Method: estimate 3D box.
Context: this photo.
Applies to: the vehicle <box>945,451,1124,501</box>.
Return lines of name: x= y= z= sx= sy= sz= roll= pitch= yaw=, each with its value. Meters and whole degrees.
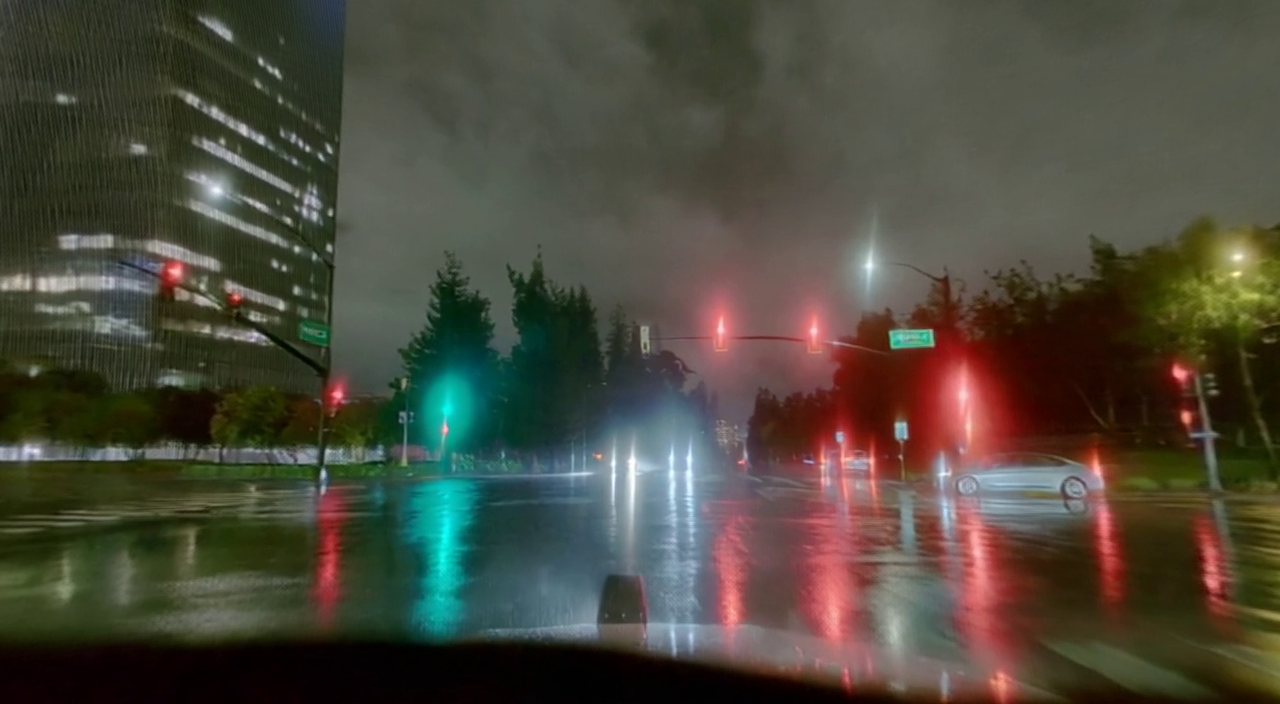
vehicle: x=13.379 y=4.162 z=21.495 sx=4.896 sy=1.503 sz=1.971 roll=-6 pitch=-10 yaw=35

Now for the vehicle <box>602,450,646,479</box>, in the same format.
vehicle: x=-0.848 y=6.522 z=36.597 sx=2.068 sy=1.486 sz=4.664 roll=-1 pitch=-8 yaw=5

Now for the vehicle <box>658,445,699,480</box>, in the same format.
vehicle: x=2.049 y=5.790 z=33.262 sx=2.018 sy=1.699 sz=4.751 roll=-1 pitch=-8 yaw=4
